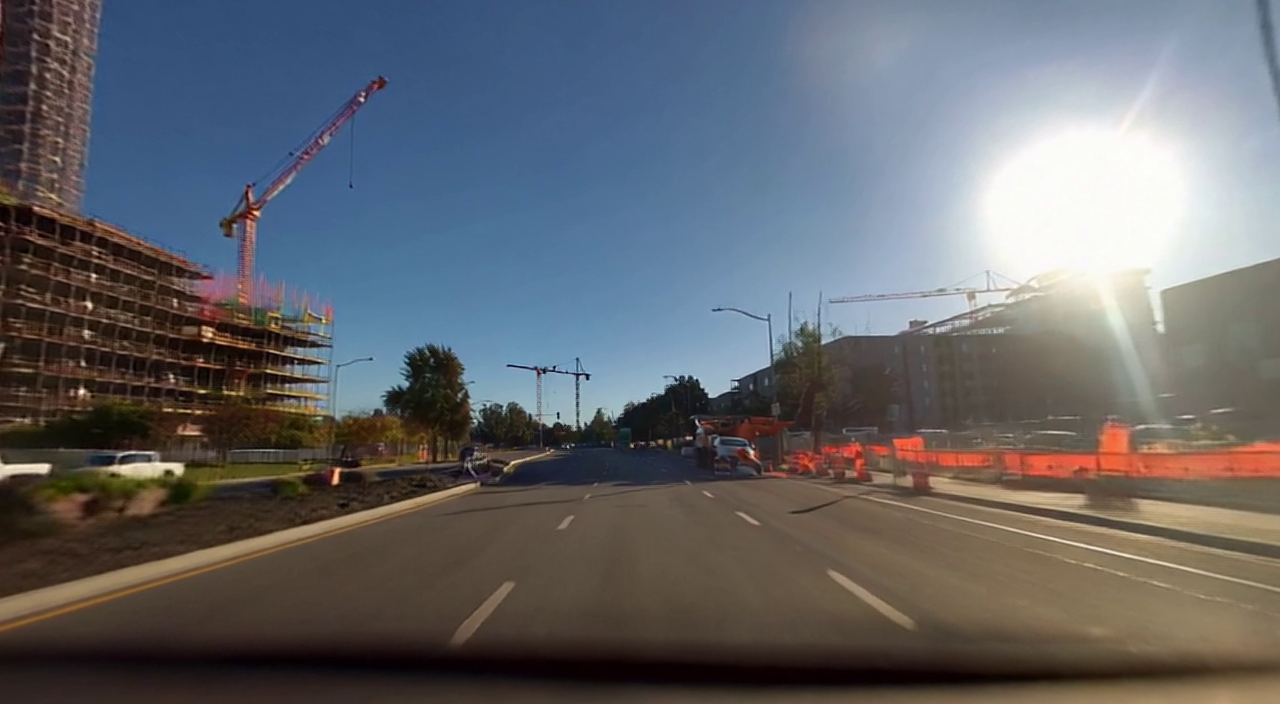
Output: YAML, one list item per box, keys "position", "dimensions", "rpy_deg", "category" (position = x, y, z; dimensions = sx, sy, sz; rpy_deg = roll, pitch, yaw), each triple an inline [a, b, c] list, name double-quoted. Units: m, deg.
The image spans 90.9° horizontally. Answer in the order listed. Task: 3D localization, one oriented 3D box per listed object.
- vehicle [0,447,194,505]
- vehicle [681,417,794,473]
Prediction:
- position: [-22.162, 4.951, 25.913]
  dimensions: [2.578, 2.030, 6.687]
  rpy_deg: [-1, -8, 2]
  category: "vehicle"
- position: [5.565, 5.561, 37.635]
  dimensions: [3.060, 2.963, 7.552]
  rpy_deg: [3, -9, -23]
  category: "vehicle"
